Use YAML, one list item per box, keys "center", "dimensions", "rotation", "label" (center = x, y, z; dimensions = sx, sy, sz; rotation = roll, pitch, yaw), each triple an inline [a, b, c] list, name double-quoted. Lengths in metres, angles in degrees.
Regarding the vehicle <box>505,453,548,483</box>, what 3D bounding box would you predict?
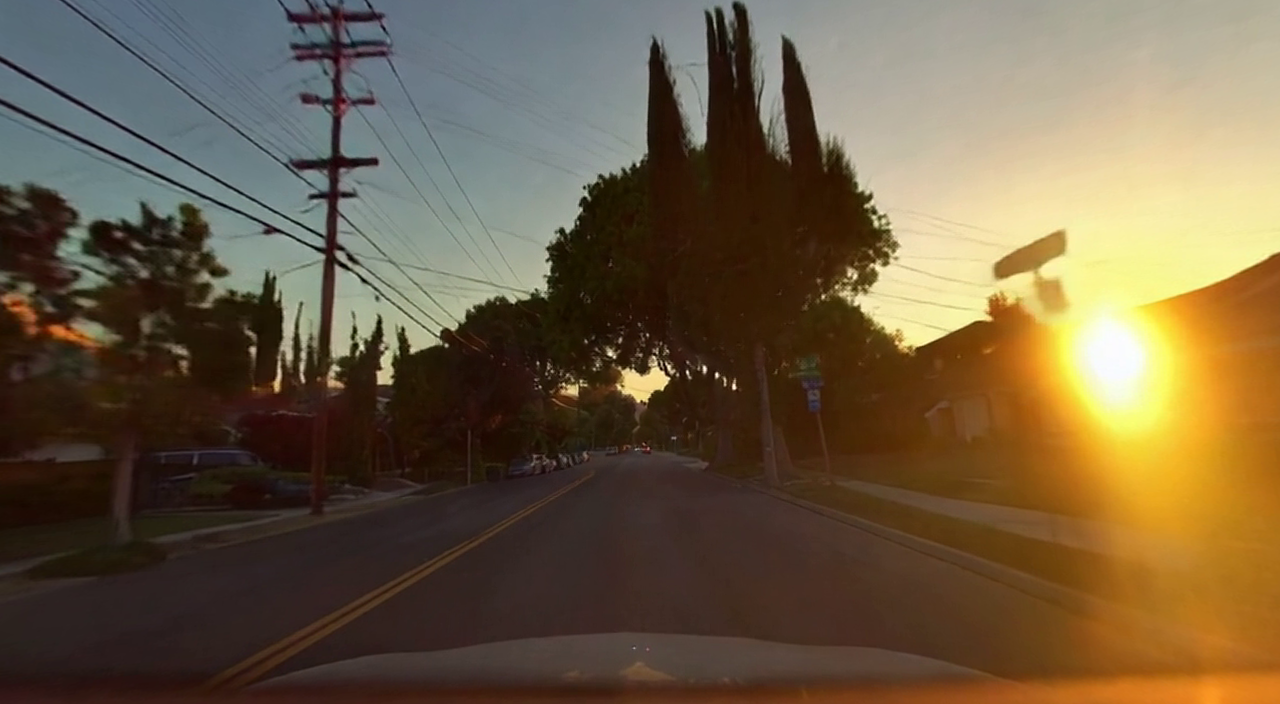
- center: [-7.275, 7.469, 40.899]
  dimensions: [1.869, 1.442, 4.344]
  rotation: [-9, -8, -1]
  label: "vehicle"
